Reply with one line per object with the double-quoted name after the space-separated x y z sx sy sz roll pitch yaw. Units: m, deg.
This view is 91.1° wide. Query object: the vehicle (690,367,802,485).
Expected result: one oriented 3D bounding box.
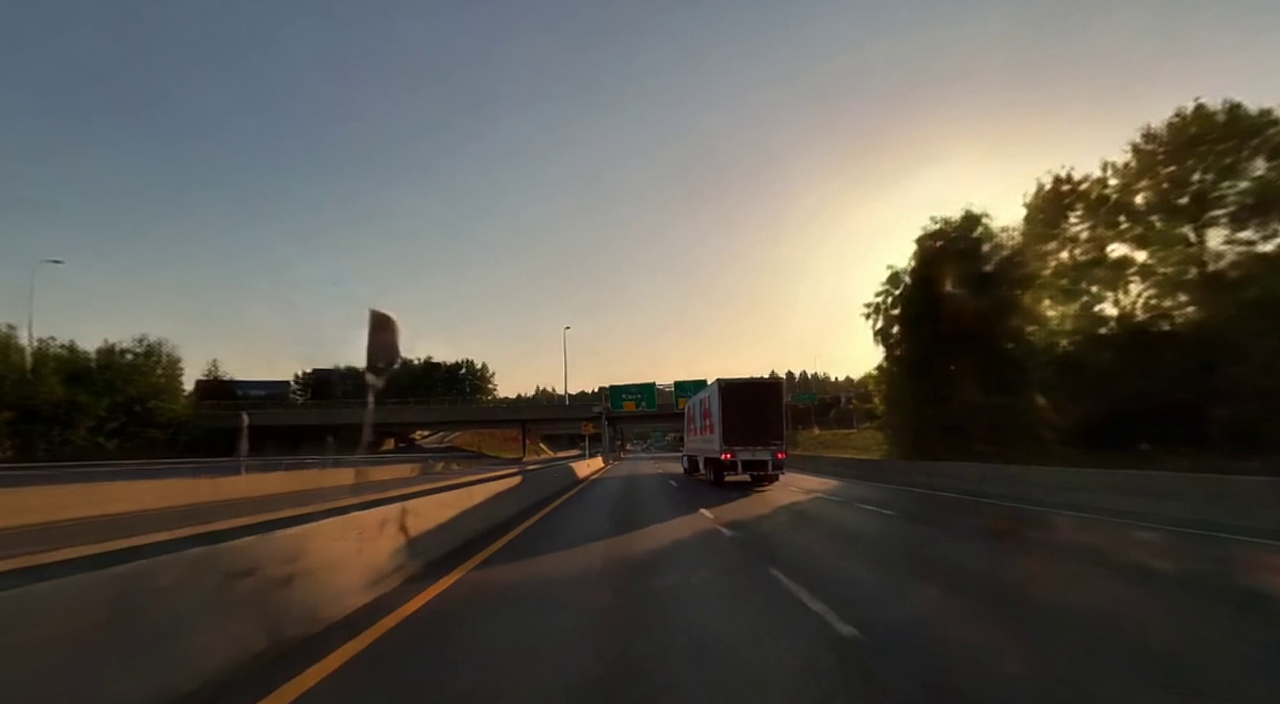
3.963 3.158 25.811 2.879 4.075 8.126 0 -9 -2 "vehicle"
